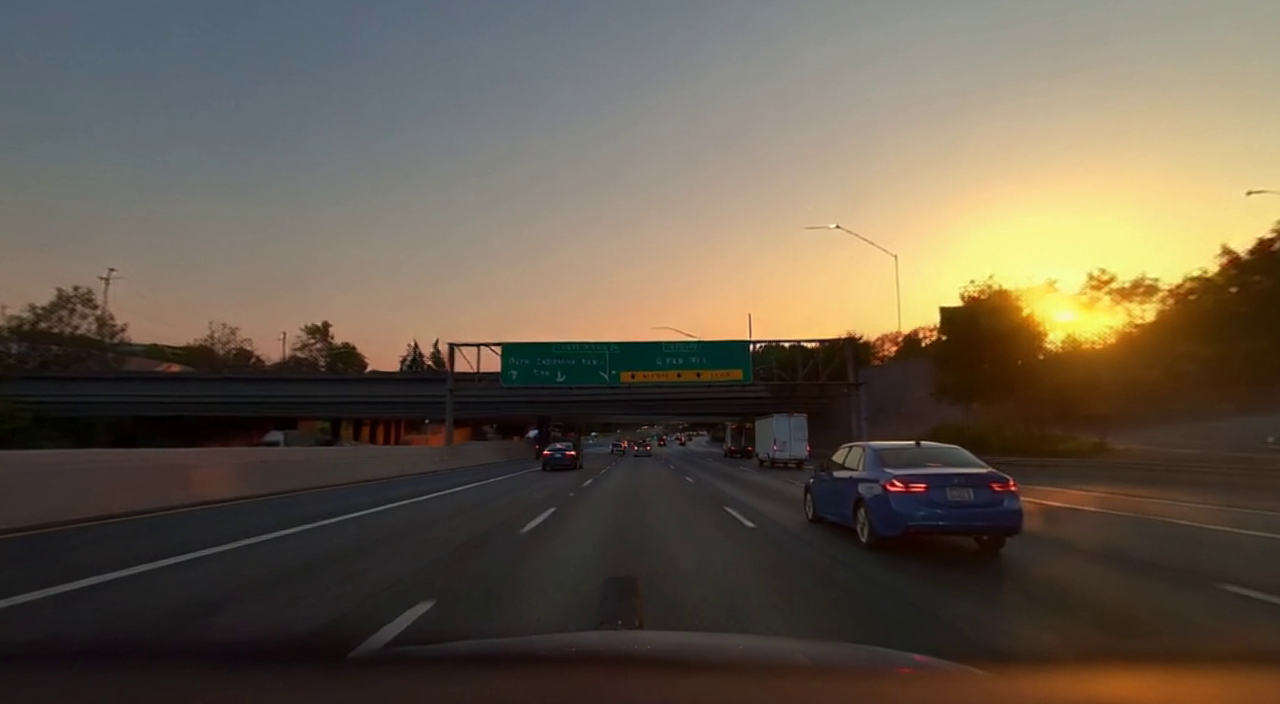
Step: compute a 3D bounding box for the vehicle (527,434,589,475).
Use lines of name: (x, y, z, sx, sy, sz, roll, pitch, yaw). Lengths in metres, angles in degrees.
vehicle: (-3.725, 4.783, 29.547, 2.193, 1.746, 4.512, 0, -9, 1)

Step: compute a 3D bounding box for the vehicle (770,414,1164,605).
vehicle: (3.211, 1.667, 7.728, 2.107, 1.550, 4.949, 0, -9, -1)
